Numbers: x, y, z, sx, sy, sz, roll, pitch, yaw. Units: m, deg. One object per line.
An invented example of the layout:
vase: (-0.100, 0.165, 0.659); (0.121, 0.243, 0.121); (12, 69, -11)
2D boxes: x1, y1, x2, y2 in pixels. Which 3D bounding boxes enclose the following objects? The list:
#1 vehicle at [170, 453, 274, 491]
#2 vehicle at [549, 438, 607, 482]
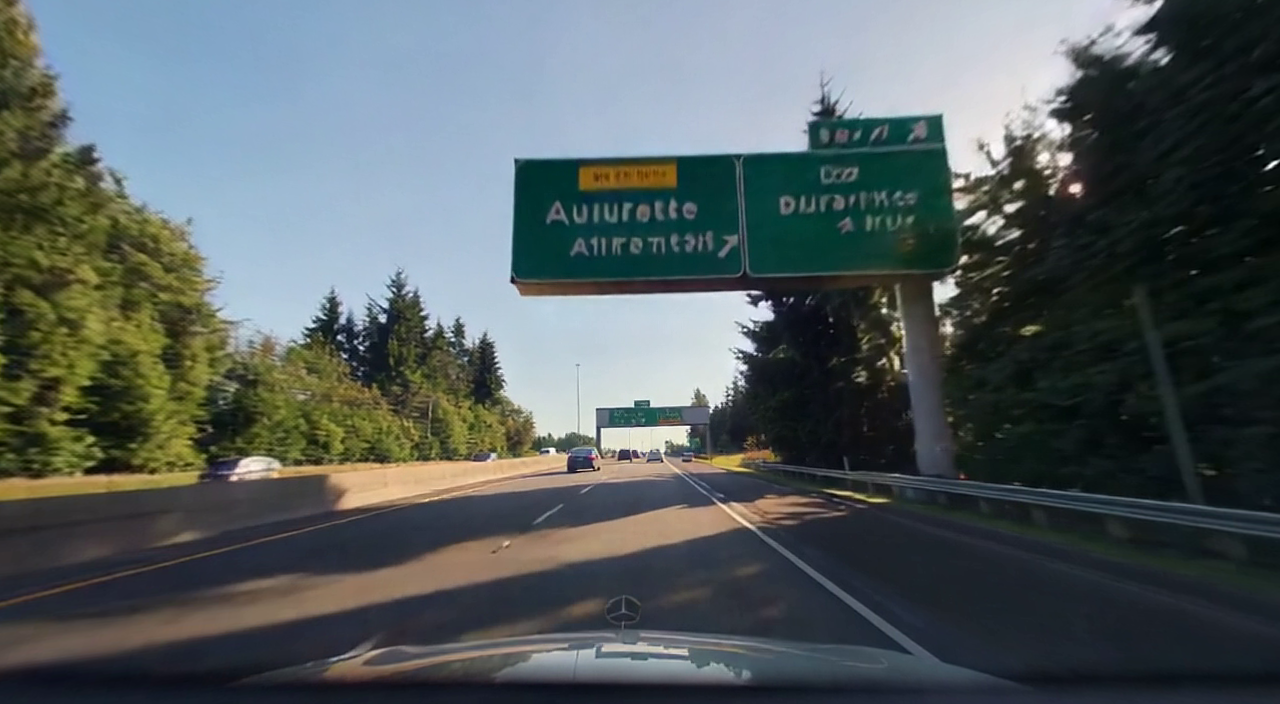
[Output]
vehicle: (-20.471, 5.880, 31.197); (1.911, 1.690, 4.546); (0, -9, 1)
vehicle: (-2.782, 4.955, 29.113); (2.143, 1.853, 4.123); (-1, -9, 2)
